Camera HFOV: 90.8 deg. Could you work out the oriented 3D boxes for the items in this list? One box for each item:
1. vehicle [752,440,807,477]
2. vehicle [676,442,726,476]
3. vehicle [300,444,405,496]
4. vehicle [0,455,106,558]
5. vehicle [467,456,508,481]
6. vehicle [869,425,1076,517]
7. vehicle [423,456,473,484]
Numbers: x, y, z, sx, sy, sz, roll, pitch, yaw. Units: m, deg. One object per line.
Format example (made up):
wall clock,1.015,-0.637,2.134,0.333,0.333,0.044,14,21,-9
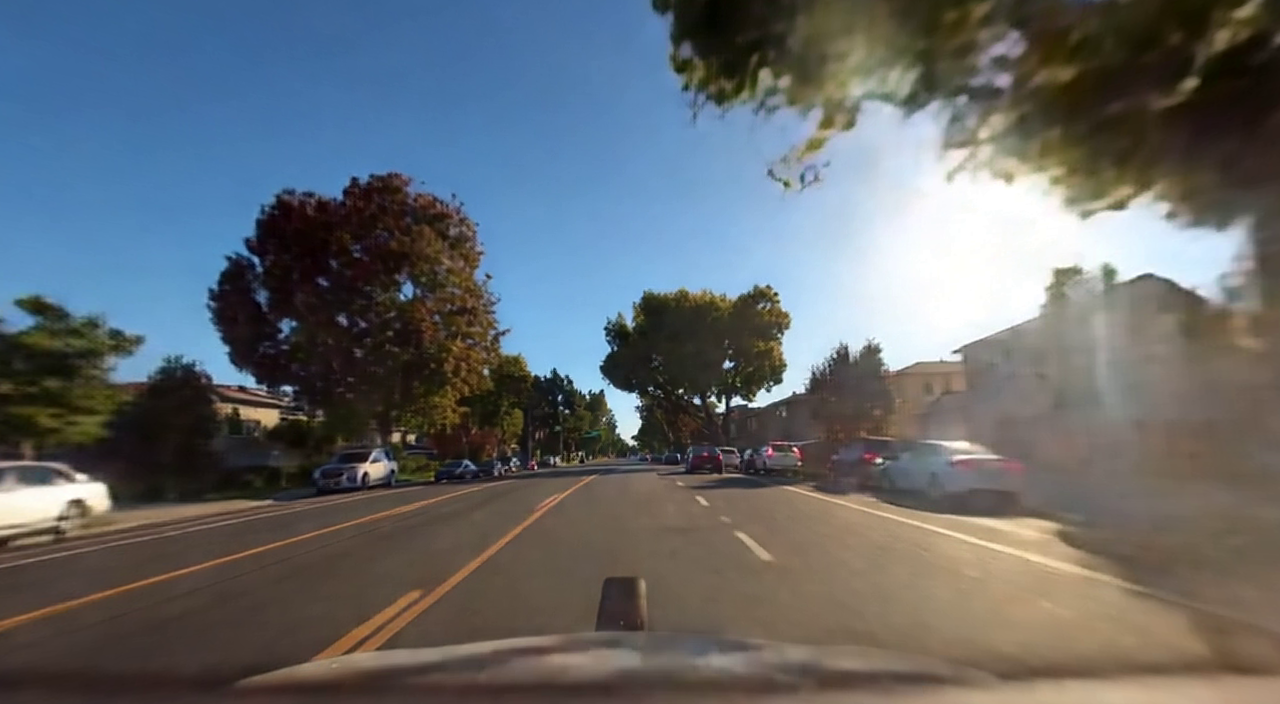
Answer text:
vehicle,7.514,5.786,34.576,1.873,1.867,4.673,0,-8,-1
vehicle,3.052,5.461,32.504,1.951,1.620,4.582,0,-8,-2
vehicle,-11.600,4.741,25.903,2.181,1.920,4.570,0,-8,-1
vehicle,-11.536,2.535,10.123,1.953,1.649,4.648,0,-8,-2
vehicle,-11.805,9.013,49.100,1.888,1.668,5.052,0,-8,0
vehicle,7.484,2.715,15.030,2.071,1.793,5.072,0,-8,-1
vehicle,-11.774,7.238,39.037,1.809,1.476,4.423,0,-8,-2
